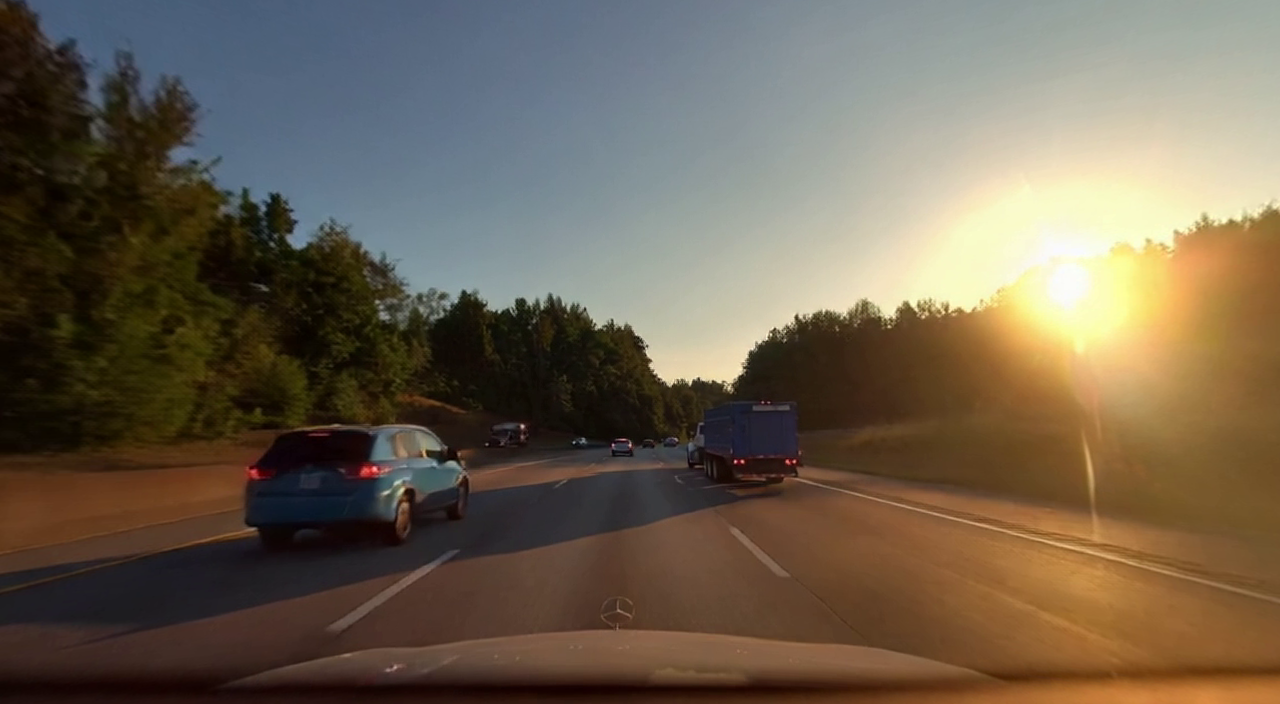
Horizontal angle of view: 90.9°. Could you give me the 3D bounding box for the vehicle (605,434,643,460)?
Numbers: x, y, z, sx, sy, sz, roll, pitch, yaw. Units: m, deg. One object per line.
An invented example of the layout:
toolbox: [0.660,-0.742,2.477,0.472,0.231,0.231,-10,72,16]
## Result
vehicle: [-0.933,5.945,39.485,2.195,1.529,4.572,0,-8,1]

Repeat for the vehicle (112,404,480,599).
vehicle: [-3.373,1.520,7.347,2.008,1.588,4.147,0,-8,-1]

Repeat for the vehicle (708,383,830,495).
vehicle: [3.203,2.286,16.638,2.256,2.568,4.049,0,-8,-1]
